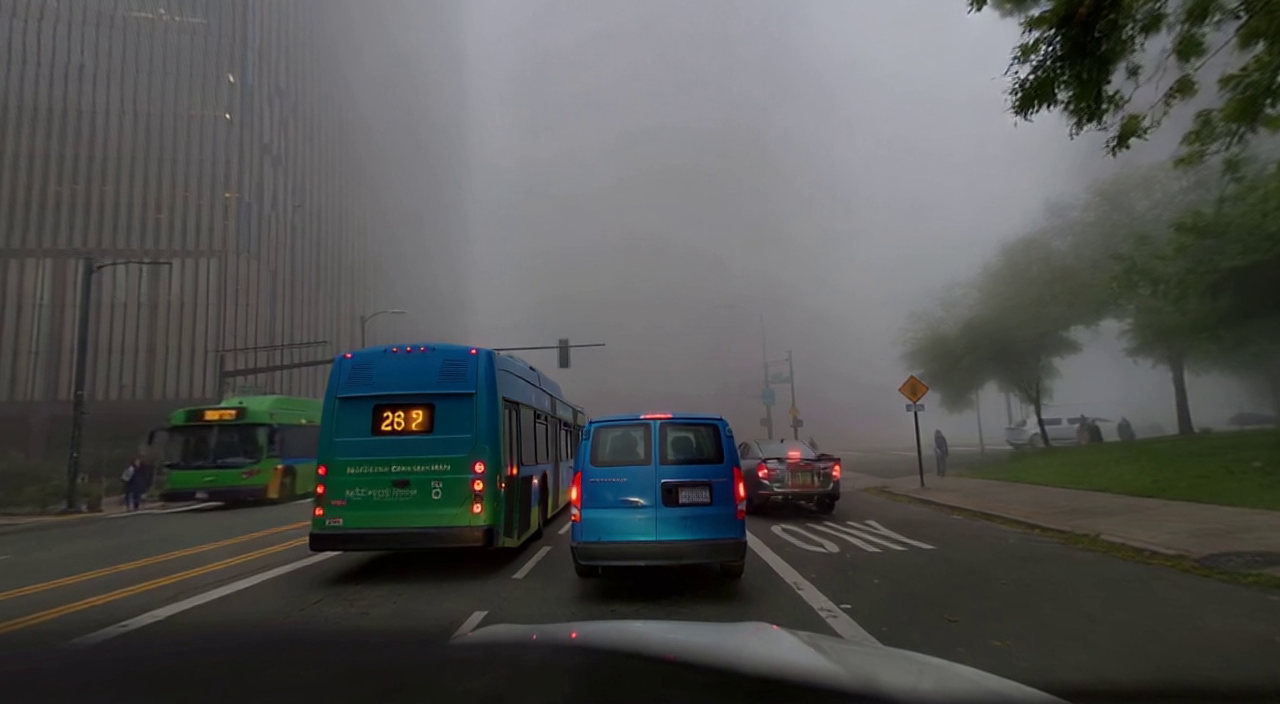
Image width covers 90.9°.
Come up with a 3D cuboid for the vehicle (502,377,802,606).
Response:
[{"bbox_3d":[0.131,1.501,7.518,2.500,1.912,4.270,0,-9,1],"label":"vehicle"}]

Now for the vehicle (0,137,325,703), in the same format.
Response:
[{"bbox_3d":[-2.745,0.323,0.201,2.329,2.089,5.659,0,-9,0],"label":"vehicle"}]

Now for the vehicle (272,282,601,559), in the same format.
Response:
[{"bbox_3d":[-2.898,1.843,14.639,3.042,3.445,13.615,0,-9,0],"label":"vehicle"}]
